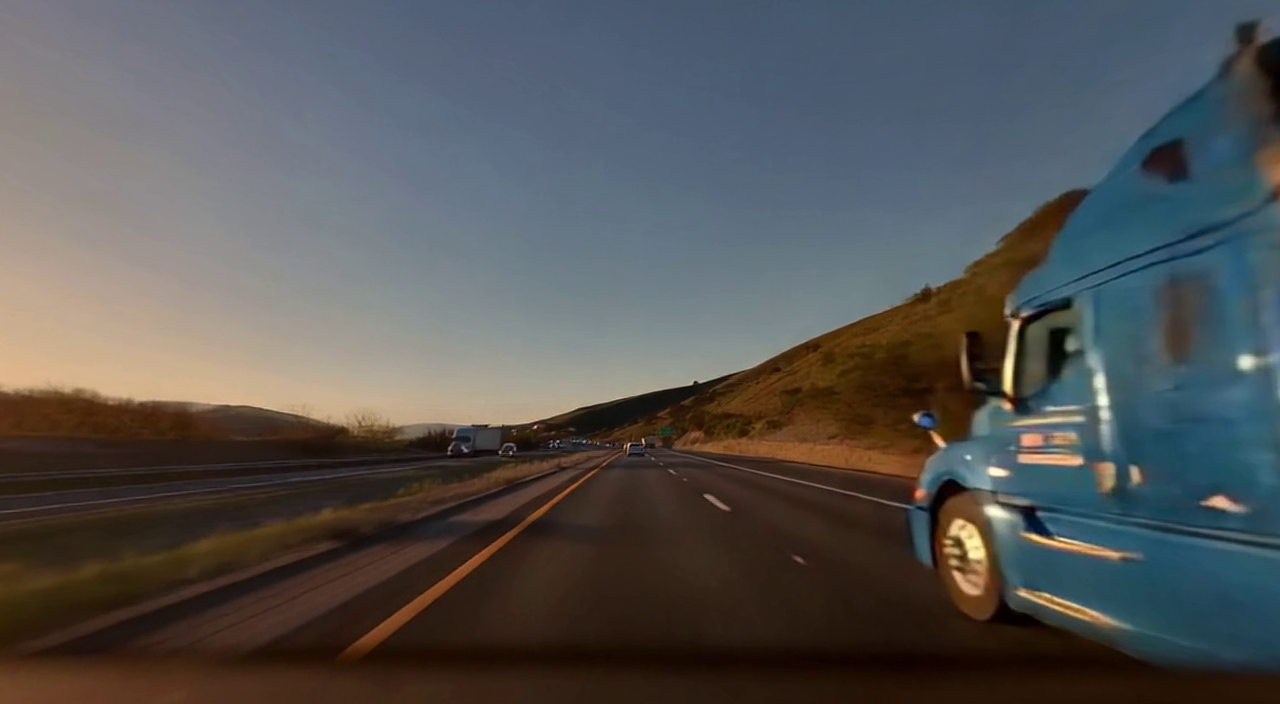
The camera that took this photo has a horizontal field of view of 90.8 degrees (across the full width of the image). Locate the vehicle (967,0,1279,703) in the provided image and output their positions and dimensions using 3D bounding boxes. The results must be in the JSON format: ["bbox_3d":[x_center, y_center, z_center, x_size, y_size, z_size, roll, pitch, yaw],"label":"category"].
[{"bbox_3d":[4.122,-0.308,1.795,3.568,3.906,4.895,0,-8,0],"label":"vehicle"}]
